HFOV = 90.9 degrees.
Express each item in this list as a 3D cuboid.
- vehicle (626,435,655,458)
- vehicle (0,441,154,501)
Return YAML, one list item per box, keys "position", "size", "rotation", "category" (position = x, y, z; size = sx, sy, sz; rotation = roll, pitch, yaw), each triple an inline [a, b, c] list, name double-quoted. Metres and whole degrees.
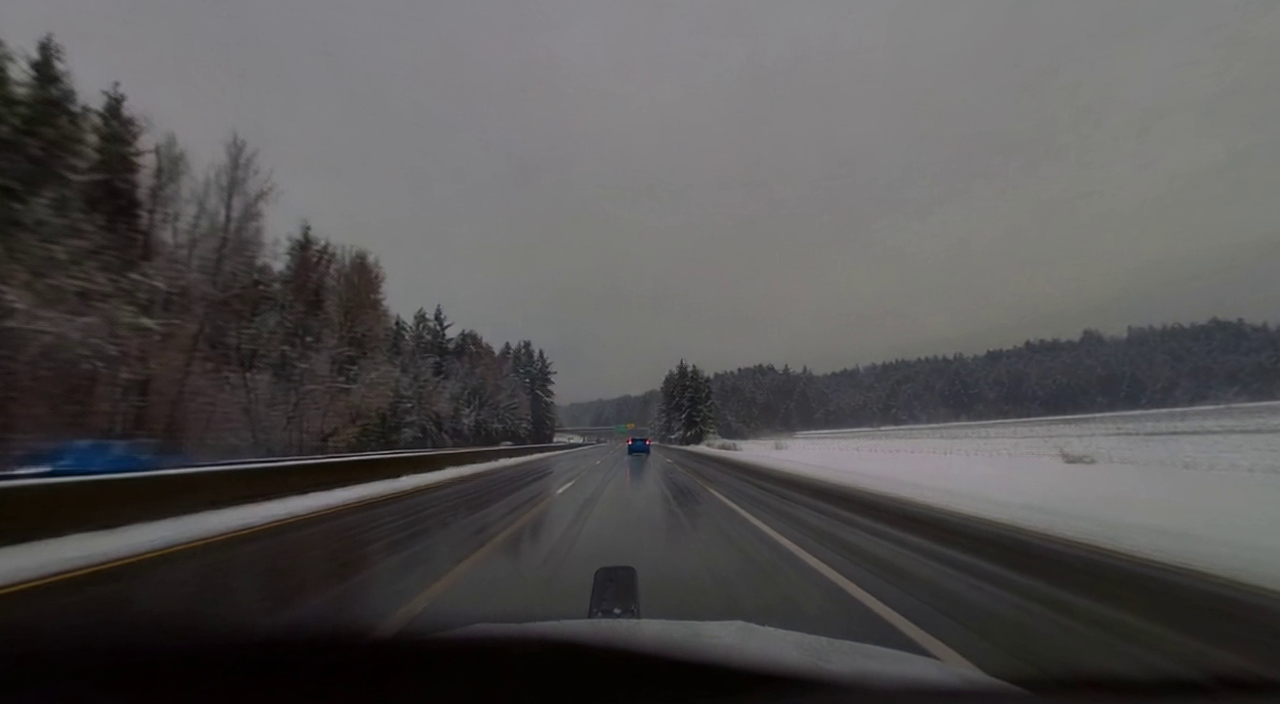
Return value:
- position: [-0.031, 7.123, 47.804]
  size: [2.094, 1.653, 4.283]
  rotation: [0, -8, -2]
  category: "vehicle"
- position: [-16.710, 3.315, 18.103]
  size: [2.045, 1.467, 4.296]
  rotation: [0, -8, 0]
  category: "vehicle"
